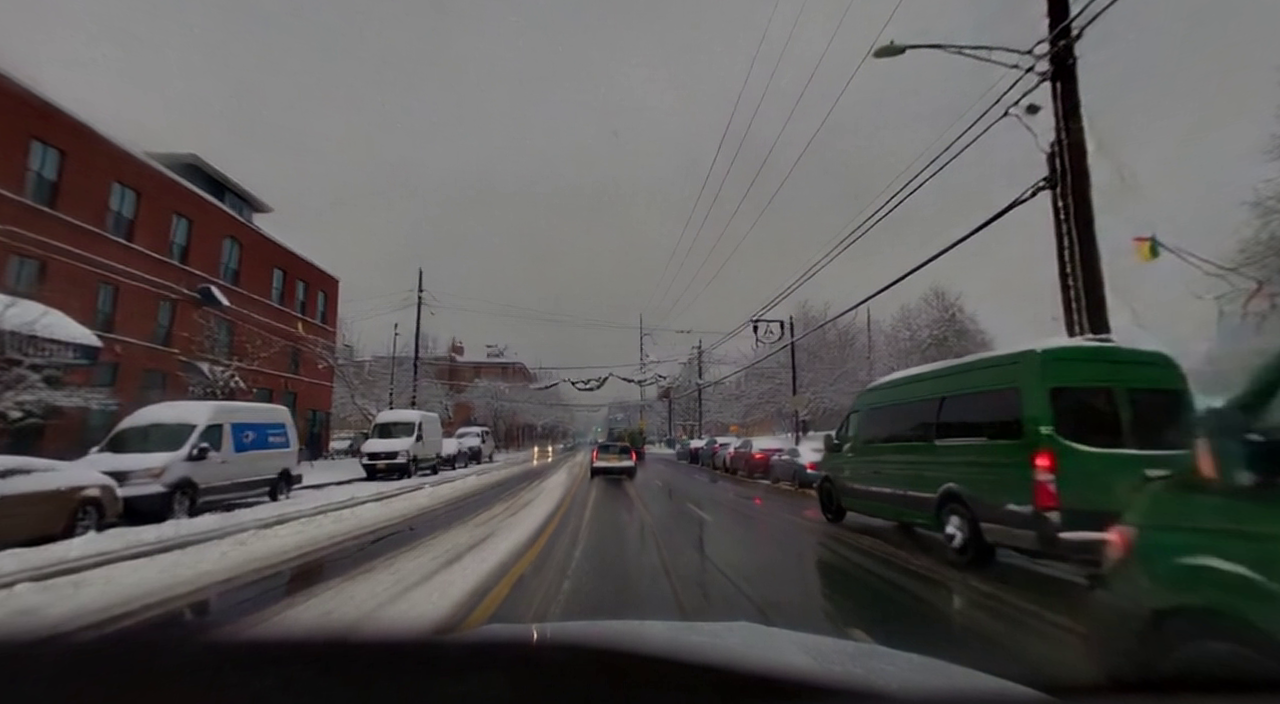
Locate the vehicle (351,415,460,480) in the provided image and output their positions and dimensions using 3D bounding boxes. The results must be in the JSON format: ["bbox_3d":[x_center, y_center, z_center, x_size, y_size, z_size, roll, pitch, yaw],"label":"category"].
[{"bbox_3d":[-10.386,4.339,28.805,2.964,2.597,6.437,1,-8,-5],"label":"vehicle"}]

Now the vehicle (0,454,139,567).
[{"bbox_3d":[-9.740,2.182,8.613,2.063,1.481,4.722,0,-8,-2],"label":"vehicle"}]

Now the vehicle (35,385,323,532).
[{"bbox_3d":[-10.040,2.393,14.736,2.398,2.723,5.816,0,-8,-2],"label":"vehicle"}]

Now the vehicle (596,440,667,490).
[{"bbox_3d":[-0.323,3.694,21.113,2.112,1.464,4.411,0,-8,-2],"label":"vehicle"}]

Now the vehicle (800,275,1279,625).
[{"bbox_3d":[4.444,1.223,8.427,2.492,2.720,6.884,0,-8,-3],"label":"vehicle"}]
